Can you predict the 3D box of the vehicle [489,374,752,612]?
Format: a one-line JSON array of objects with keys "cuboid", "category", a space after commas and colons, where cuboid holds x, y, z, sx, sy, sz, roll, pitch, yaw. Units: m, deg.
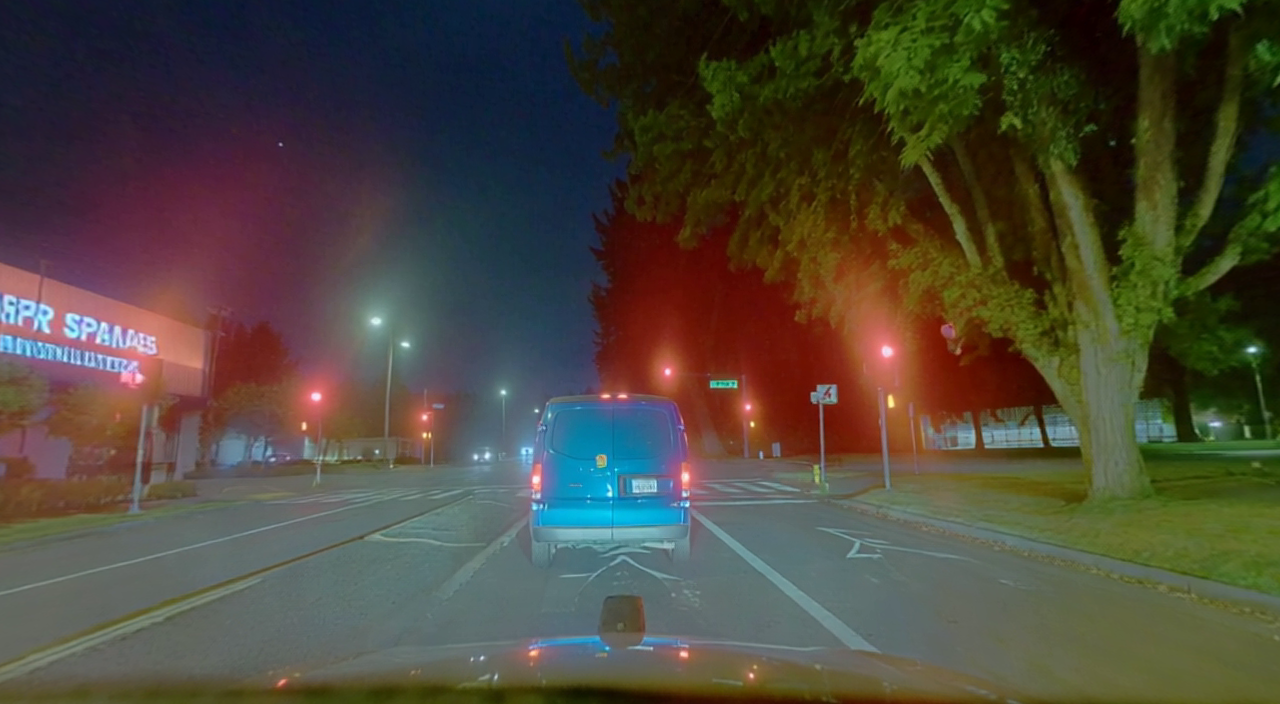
[{"cuboid": [-0.289, 1.466, 7.295, 2.181, 1.949, 3.932, 1, -9, -4], "category": "vehicle"}]
